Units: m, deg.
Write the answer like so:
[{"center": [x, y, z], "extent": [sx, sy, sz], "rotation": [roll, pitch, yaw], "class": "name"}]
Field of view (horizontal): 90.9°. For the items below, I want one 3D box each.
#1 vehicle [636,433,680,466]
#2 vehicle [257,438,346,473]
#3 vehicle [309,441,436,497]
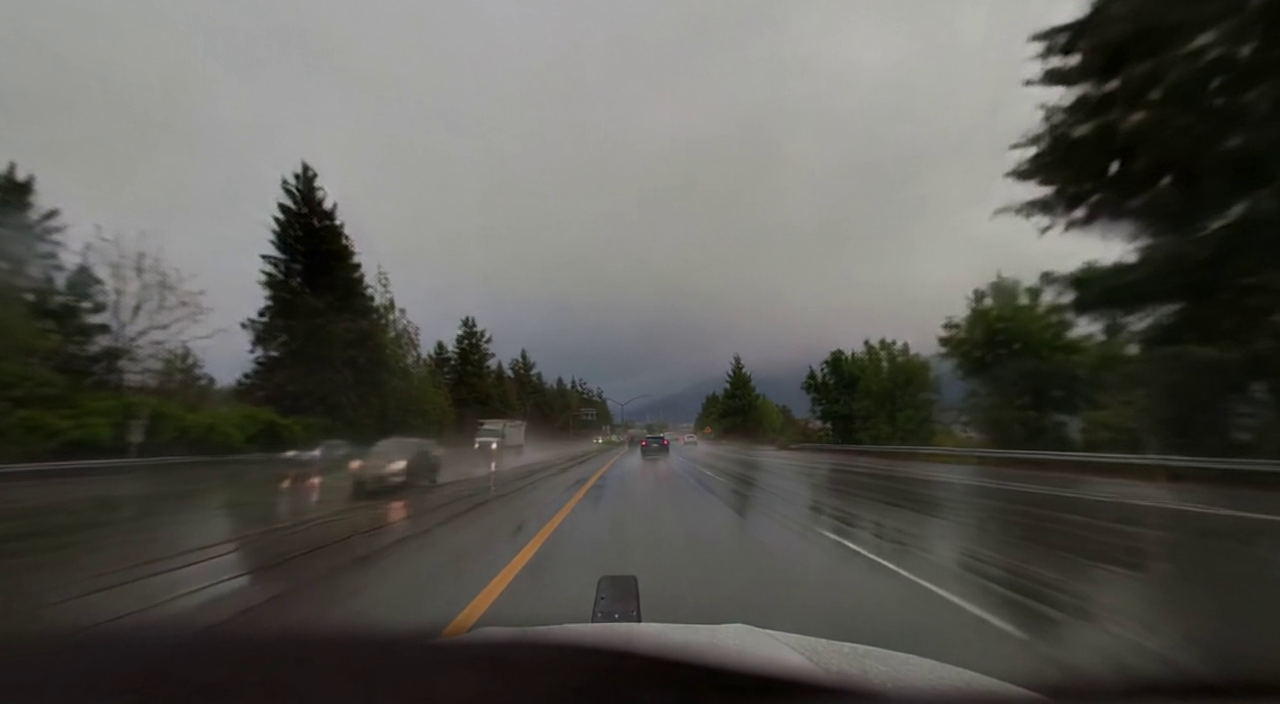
[{"center": [0.824, 4.817, 31.393], "extent": [2.046, 1.526, 3.903], "rotation": [0, -8, 0], "class": "vehicle"}, {"center": [-15.620, 4.763, 29.339], "extent": [1.874, 1.504, 4.139], "rotation": [0, -8, 0], "class": "vehicle"}, {"center": [-7.879, 3.433, 19.053], "extent": [1.968, 1.481, 4.273], "rotation": [0, -8, 0], "class": "vehicle"}]
